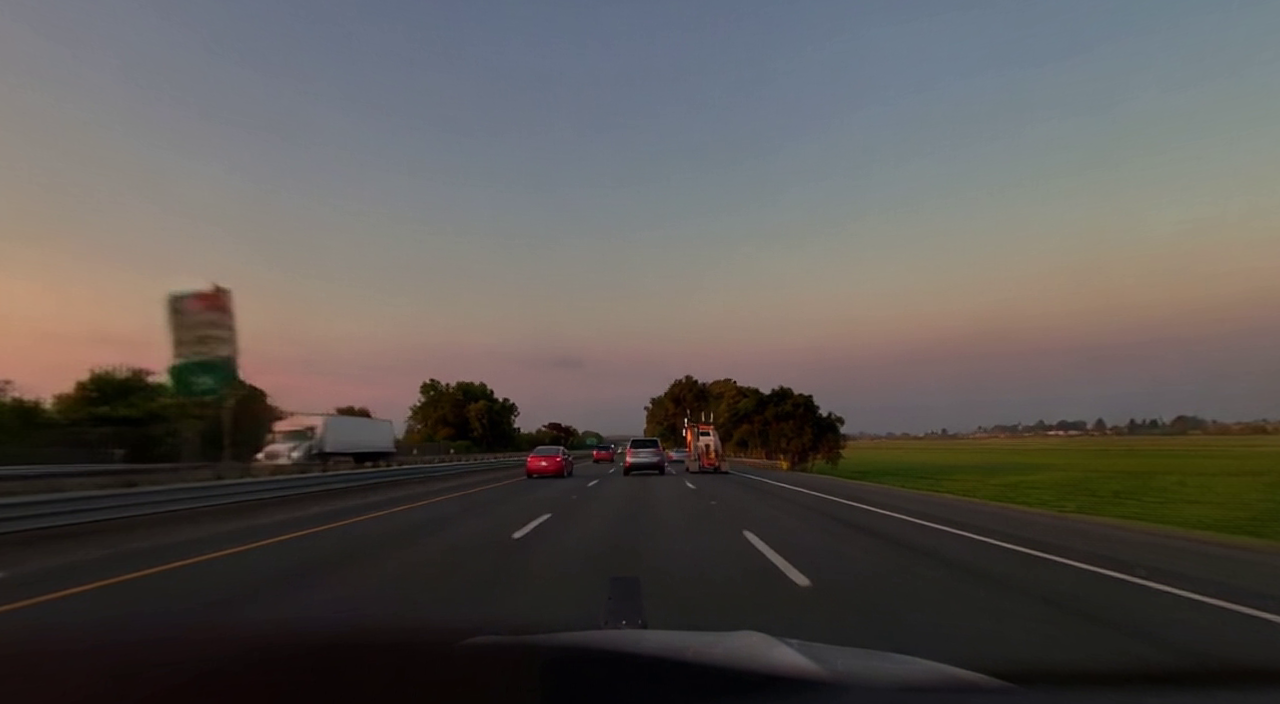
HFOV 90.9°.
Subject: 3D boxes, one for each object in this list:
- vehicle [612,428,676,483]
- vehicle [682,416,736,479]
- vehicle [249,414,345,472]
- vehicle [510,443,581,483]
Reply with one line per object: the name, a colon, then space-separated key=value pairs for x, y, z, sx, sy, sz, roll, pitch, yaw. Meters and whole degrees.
vehicle: x=0.165 y=4.094 z=25.206 sx=2.308 sy=1.993 sz=4.631 roll=0 pitch=-8 yaw=1
vehicle: x=4.550 y=6.561 z=43.621 sx=2.793 sy=3.828 sz=9.580 roll=0 pitch=-8 yaw=1
vehicle: x=-24.805 y=6.649 z=46.041 sx=2.939 sy=3.843 sz=6.931 roll=0 pitch=-8 yaw=0
vehicle: x=-3.740 y=4.452 z=25.732 sx=2.096 sy=1.469 sz=4.319 roll=0 pitch=-8 yaw=2
